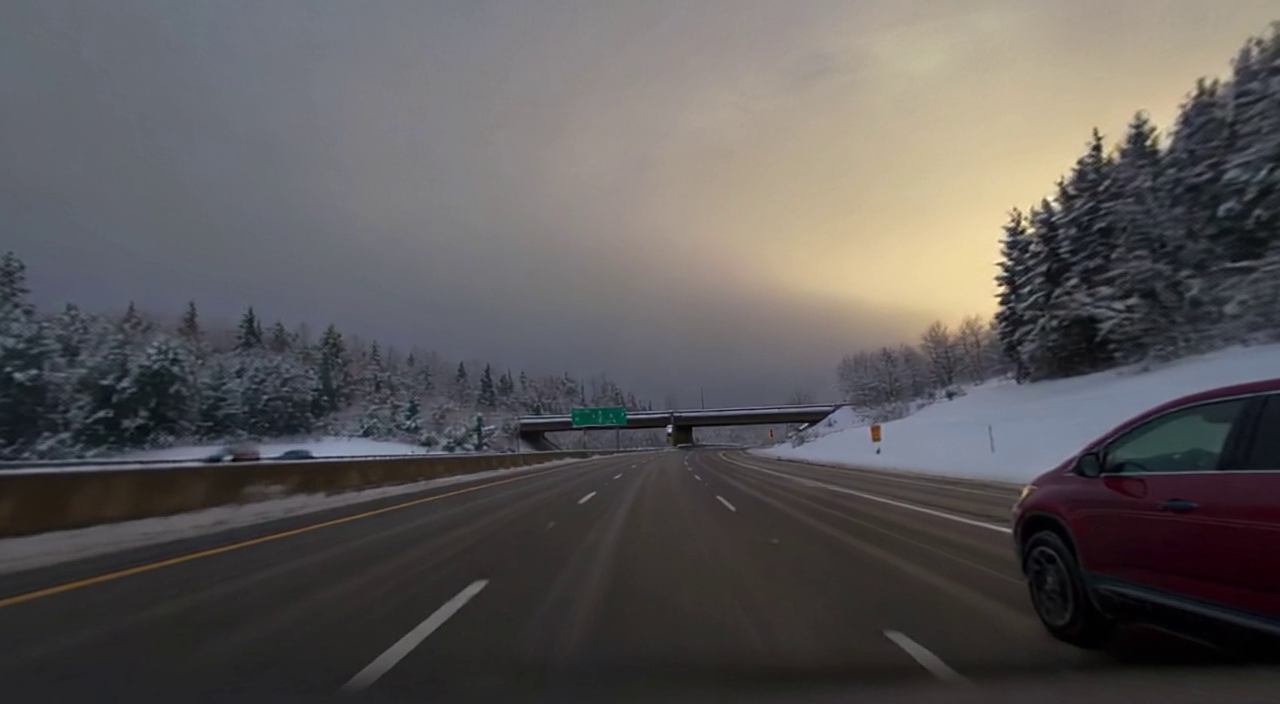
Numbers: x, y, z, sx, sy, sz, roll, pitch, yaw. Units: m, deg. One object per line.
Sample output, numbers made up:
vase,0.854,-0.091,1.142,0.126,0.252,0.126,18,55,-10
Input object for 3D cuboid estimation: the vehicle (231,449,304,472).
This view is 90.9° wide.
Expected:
vehicle,-26.173,7.614,44.531,1.880,1.478,4.739,-1,-8,7

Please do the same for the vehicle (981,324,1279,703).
vehicle,3.729,0.761,2.724,2.019,1.732,4.579,0,-8,2
